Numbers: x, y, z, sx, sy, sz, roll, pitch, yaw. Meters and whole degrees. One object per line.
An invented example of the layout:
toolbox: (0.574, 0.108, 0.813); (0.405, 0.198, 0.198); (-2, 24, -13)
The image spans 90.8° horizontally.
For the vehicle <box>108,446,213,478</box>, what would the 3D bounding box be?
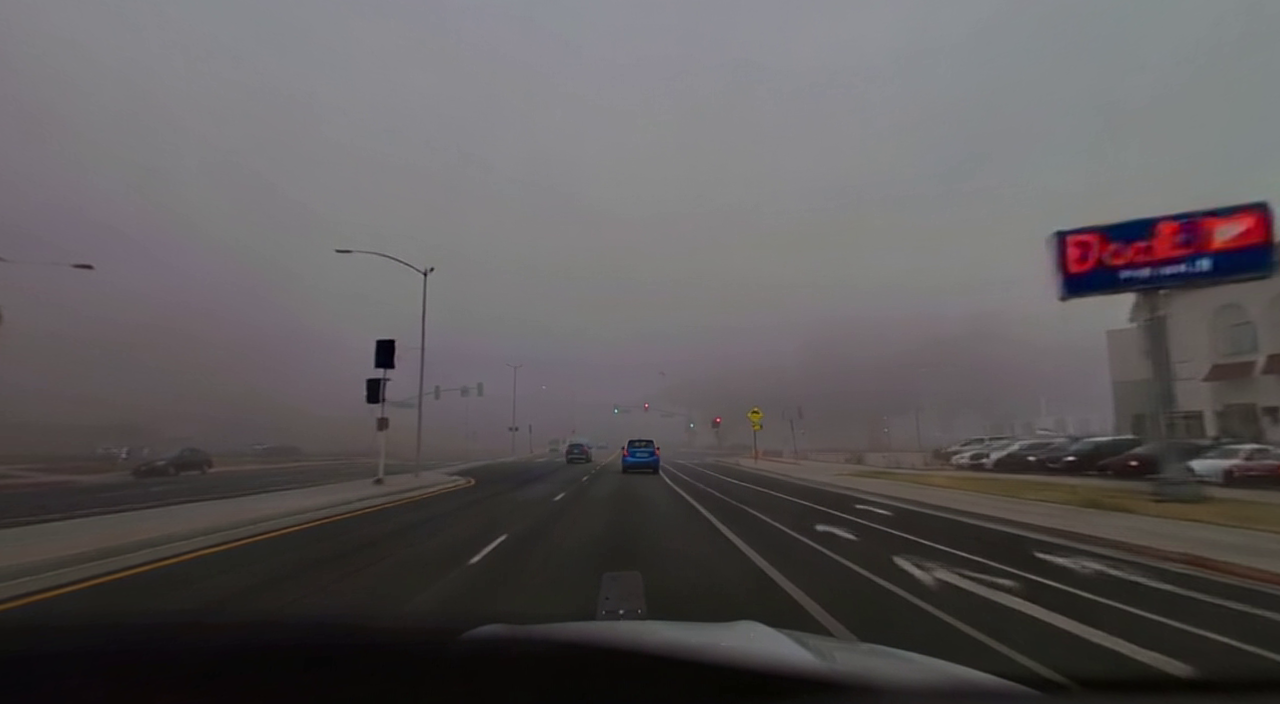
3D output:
vehicle: (-26.315, 6.055, 34.901); (2.031, 1.622, 4.722); (0, -9, 0)

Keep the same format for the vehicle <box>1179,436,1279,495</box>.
vehicle: (18.523, 3.201, 18.018); (4.358, 1.553, 2.063); (0, -9, -1)

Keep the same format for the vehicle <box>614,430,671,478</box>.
vehicle: (0.023, 4.442, 27.753); (2.273, 1.909, 5.075); (0, -9, -1)

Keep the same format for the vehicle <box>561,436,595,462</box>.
vehicle: (-4.740, 7.519, 49.052); (2.202, 1.856, 4.516); (0, -9, 0)

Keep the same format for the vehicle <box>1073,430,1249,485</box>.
vehicle: (18.540, 3.747, 22.639); (4.475, 1.838, 2.058); (0, -9, -3)
